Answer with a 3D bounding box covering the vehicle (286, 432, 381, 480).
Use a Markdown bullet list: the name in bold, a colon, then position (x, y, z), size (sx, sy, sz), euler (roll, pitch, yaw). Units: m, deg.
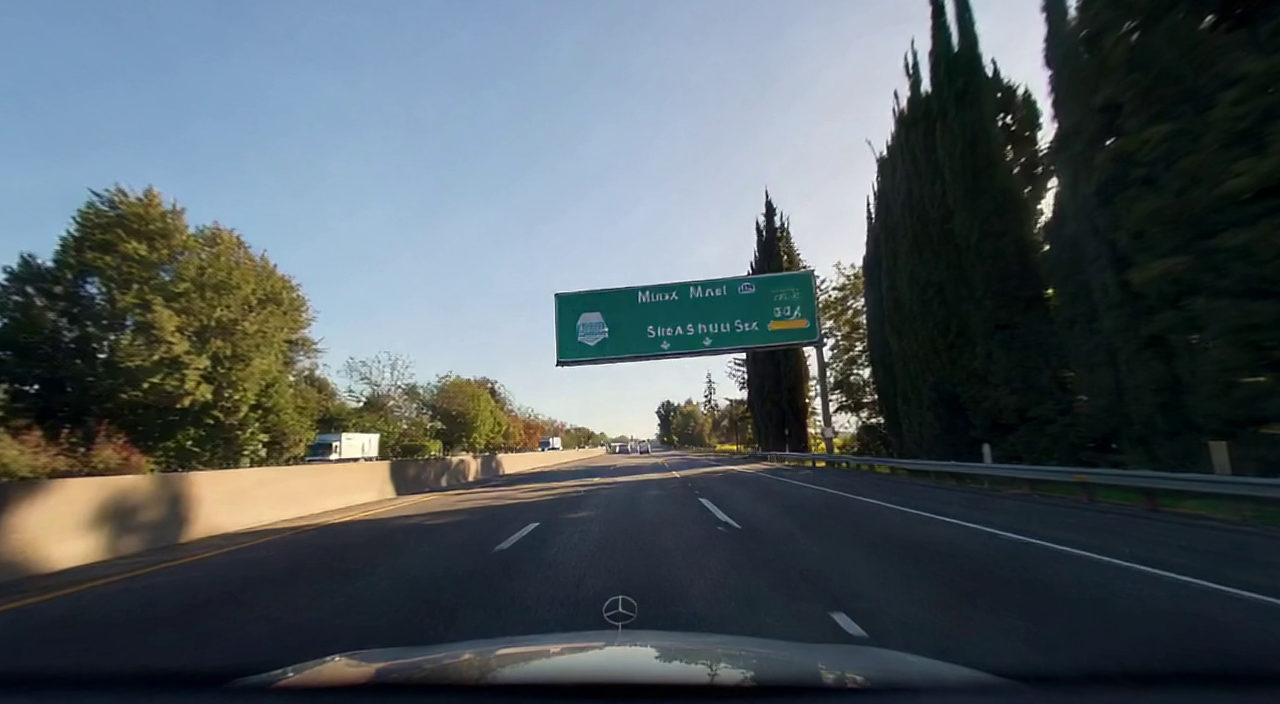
- **vehicle**: position (-19.672, 6.733, 40.917), size (2.676, 2.841, 6.852), euler (-1, -9, 0)
